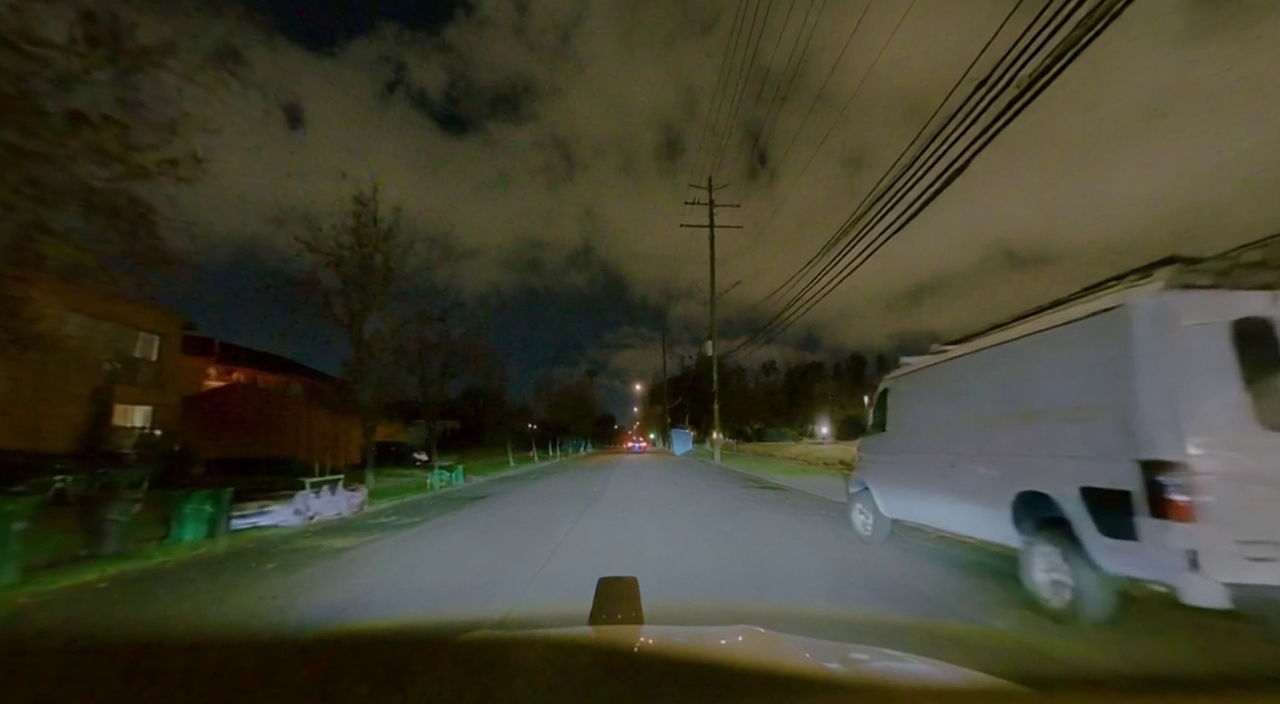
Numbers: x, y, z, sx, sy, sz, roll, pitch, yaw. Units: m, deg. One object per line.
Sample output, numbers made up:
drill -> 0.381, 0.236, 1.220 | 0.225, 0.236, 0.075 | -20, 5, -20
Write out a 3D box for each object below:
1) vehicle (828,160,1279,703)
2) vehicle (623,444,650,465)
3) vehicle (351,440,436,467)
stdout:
vehicle -> 4.040, 0.808, 6.062 | 2.384, 2.791, 5.899 | 0, -8, -2
vehicle -> -0.309, 8.039, 49.785 | 2.062, 1.509, 4.305 | 0, -8, -1
vehicle -> -18.138, 7.455, 46.456 | 6.250, 1.898, 2.298 | -5, -10, 29
